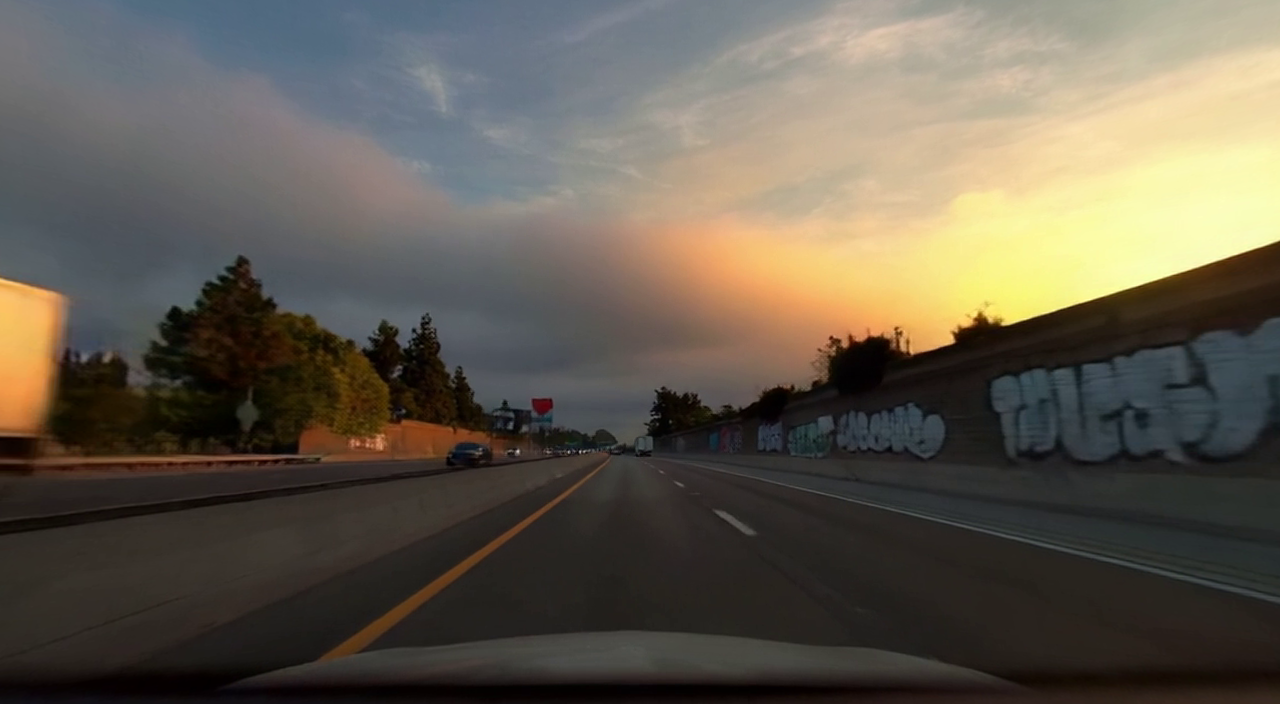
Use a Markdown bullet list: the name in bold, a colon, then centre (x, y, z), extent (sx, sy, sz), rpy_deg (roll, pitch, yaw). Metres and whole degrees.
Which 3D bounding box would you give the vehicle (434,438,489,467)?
- **vehicle**: centre (-9.873, 5.609, 34.997), extent (1.916, 1.507, 4.373), rpy_deg (0, -9, -1)
